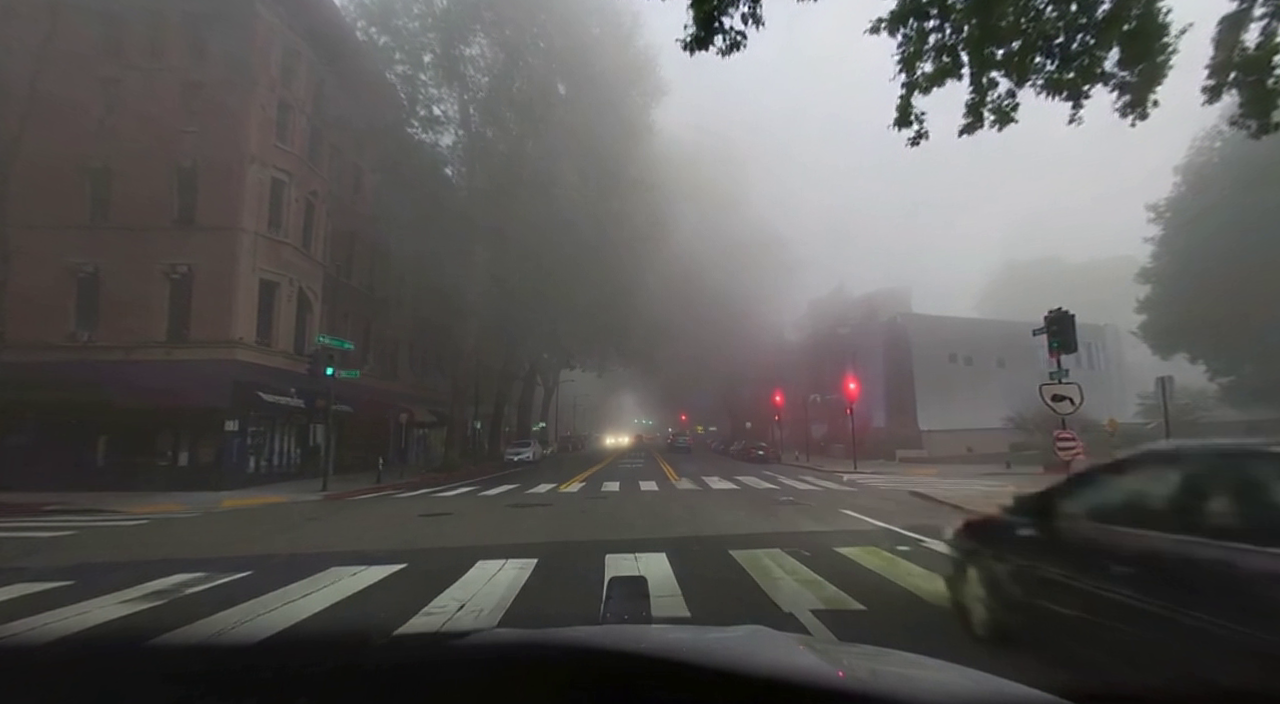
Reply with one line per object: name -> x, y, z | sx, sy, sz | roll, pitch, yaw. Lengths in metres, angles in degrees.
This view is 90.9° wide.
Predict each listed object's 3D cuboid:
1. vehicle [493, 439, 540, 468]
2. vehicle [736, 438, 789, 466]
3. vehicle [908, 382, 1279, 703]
vehicle -> -7.247, 5.957, 37.437 | 2.127, 1.533, 4.547 | -1, -8, -3
vehicle -> 6.963, 5.731, 36.282 | 1.997, 1.510, 4.455 | 1, -8, -2
vehicle -> 2.720, 0.865, 1.945 | 2.014, 1.474, 4.090 | 0, -8, 1
